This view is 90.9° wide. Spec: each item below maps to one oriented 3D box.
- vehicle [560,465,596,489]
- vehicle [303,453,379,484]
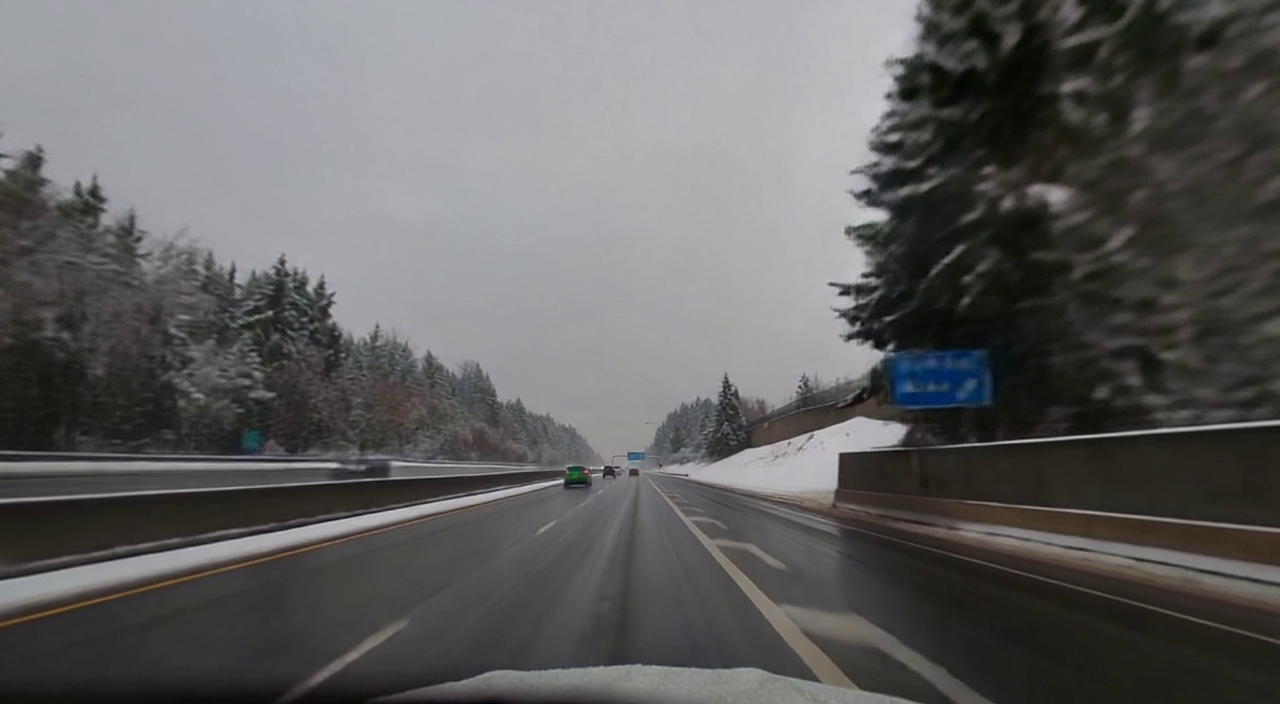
[{"bbox_3d":[-4.114,8.420,42.562,2.006,1.469,4.050,1,-10,0],"label":"vehicle"},{"bbox_3d":[-15.967,6.263,33.901,1.882,1.503,4.430,1,-11,0],"label":"vehicle"}]
